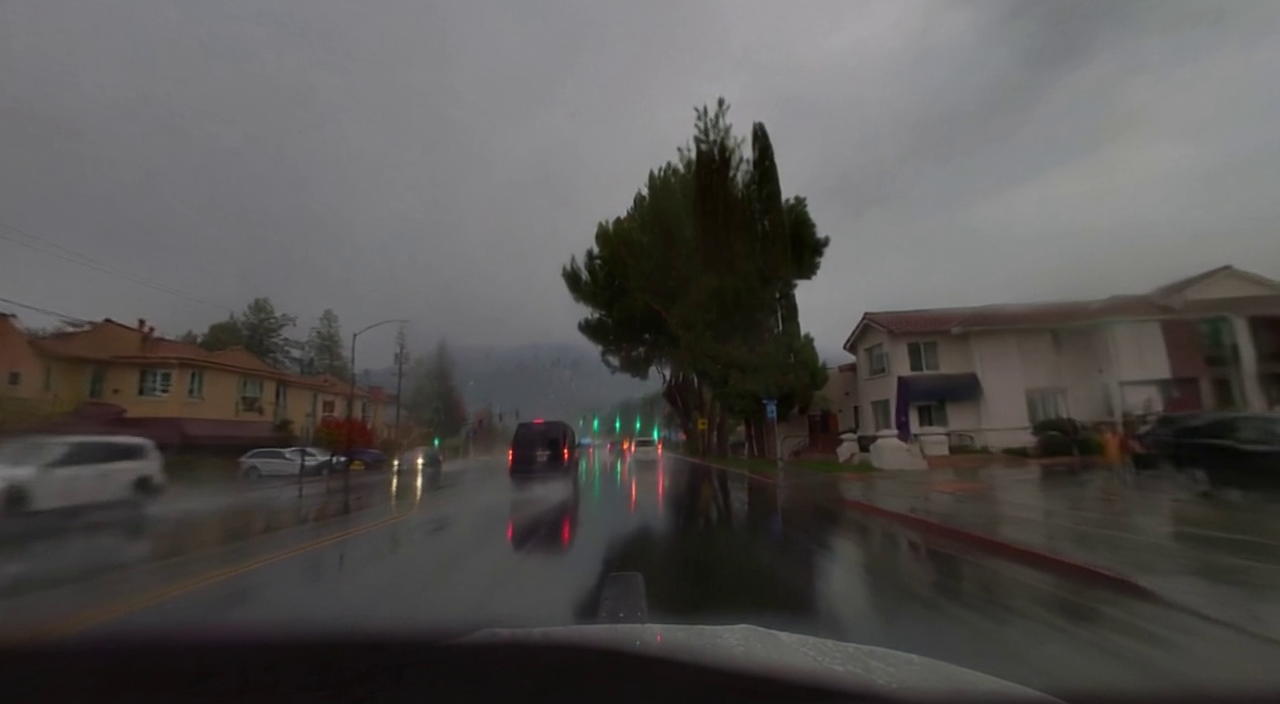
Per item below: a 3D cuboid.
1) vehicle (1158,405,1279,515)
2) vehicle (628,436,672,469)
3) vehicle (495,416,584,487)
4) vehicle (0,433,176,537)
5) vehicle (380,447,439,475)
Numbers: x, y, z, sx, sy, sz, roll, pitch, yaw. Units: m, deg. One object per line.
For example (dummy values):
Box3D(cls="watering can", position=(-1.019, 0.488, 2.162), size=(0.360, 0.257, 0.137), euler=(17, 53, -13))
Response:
Box3D(cls="vehicle", position=(10.034, 1.438, 8.387), size=(2.194, 1.521, 4.686), euler=(0, -8, -3))
Box3D(cls="vehicle", position=(0.437, 5.290, 33.391), size=(2.126, 1.657, 4.132), euler=(0, -8, -2))
Box3D(cls="vehicle", position=(-3.228, 3.353, 21.485), size=(2.213, 2.123, 5.124), euler=(0, -8, -1))
Box3D(cls="vehicle", position=(-12.712, 2.683, 13.275), size=(2.159, 1.860, 5.004), euler=(0, -8, -1))
Box3D(cls="vehicle", position=(-13.792, 6.498, 38.113), size=(2.055, 1.546, 5.019), euler=(1, -8, -4))
